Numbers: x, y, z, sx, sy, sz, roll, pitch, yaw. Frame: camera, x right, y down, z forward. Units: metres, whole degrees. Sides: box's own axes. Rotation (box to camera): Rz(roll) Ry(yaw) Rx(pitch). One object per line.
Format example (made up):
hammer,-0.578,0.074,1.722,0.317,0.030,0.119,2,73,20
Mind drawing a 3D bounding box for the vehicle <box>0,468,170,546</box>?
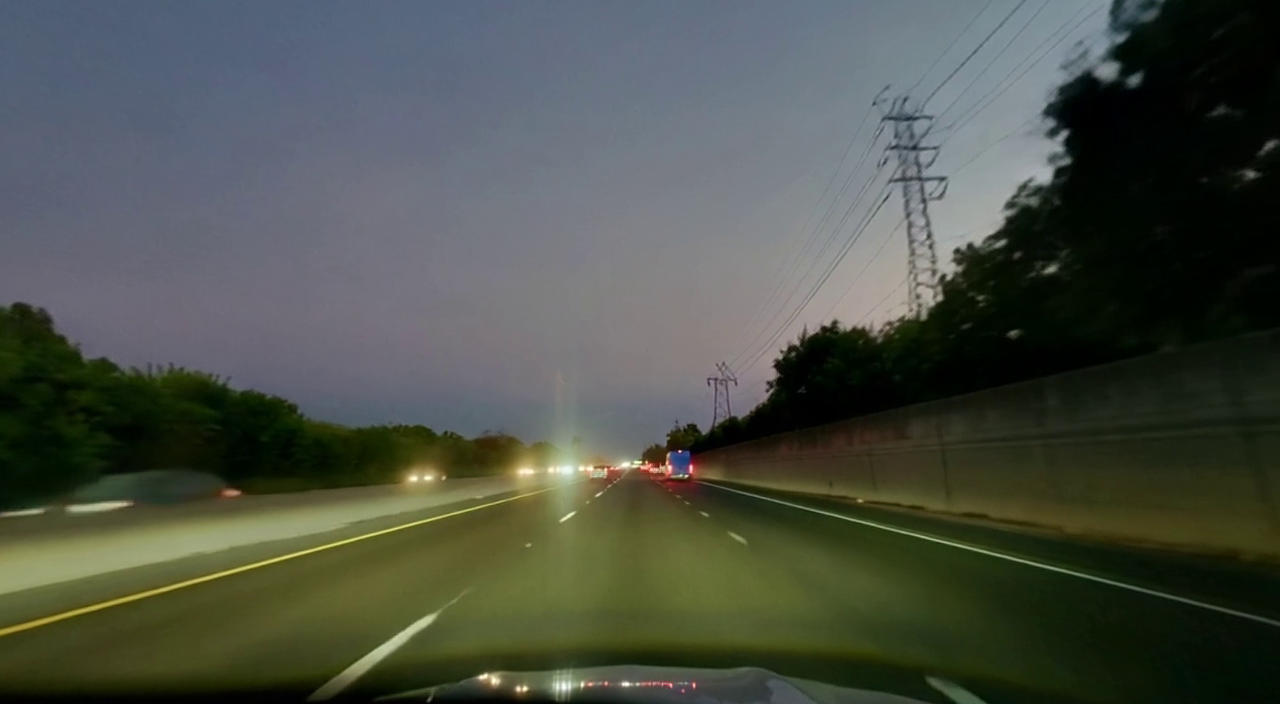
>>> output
vehicle,-12.866,3.278,13.854,1.898,1.404,4.106,1,-10,-1
